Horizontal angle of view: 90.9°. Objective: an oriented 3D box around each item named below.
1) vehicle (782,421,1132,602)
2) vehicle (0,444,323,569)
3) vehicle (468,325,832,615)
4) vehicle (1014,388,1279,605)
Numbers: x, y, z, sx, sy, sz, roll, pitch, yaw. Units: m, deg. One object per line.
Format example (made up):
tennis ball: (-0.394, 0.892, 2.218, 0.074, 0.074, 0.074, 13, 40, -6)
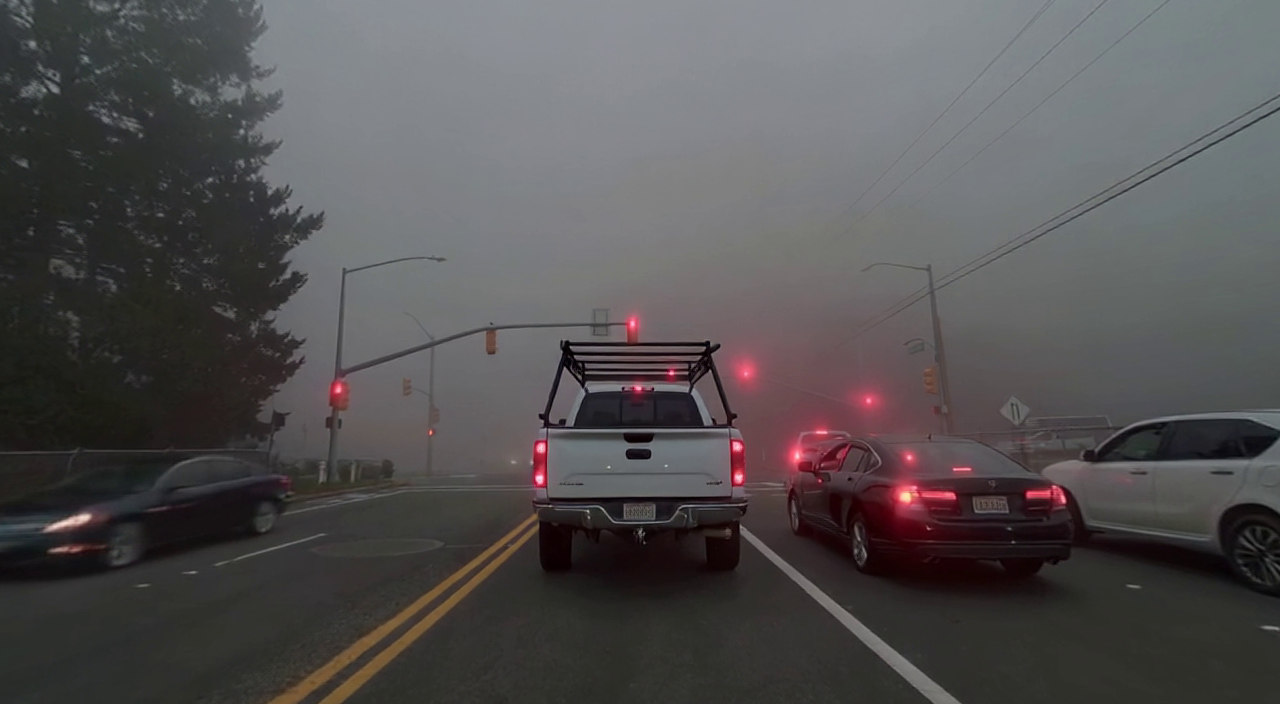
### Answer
vehicle: (3.112, 1.638, 7.357, 1.993, 1.495, 4.060, 0, -8, 1)
vehicle: (-8.032, 2.410, 10.865, 2.378, 1.611, 5.046, 0, -8, 2)
vehicle: (0.120, 1.362, 8.110, 2.831, 2.284, 6.149, 0, -8, 1)
vehicle: (6.148, 1.366, 6.439, 1.982, 1.727, 4.352, 0, -8, 1)
